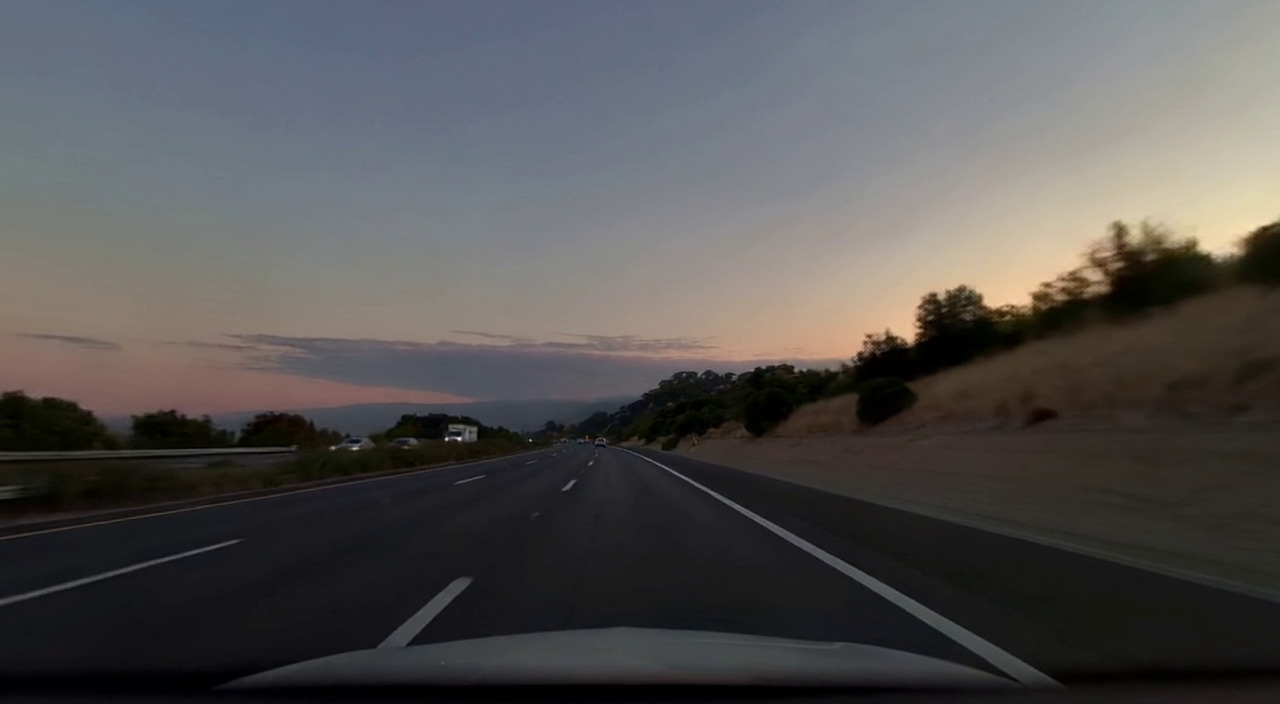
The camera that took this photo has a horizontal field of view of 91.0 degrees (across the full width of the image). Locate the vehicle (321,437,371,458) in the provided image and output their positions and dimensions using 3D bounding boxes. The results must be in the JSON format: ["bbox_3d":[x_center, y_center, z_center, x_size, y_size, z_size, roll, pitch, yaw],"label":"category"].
[{"bbox_3d":[-21.917,7.120,47.104,1.806,1.497,4.474,0,-8,-2],"label":"vehicle"}]

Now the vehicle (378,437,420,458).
[{"bbox_3d":[-17.423,6.907,45.724,1.714,1.455,3.723,0,-8,-3],"label":"vehicle"}]
